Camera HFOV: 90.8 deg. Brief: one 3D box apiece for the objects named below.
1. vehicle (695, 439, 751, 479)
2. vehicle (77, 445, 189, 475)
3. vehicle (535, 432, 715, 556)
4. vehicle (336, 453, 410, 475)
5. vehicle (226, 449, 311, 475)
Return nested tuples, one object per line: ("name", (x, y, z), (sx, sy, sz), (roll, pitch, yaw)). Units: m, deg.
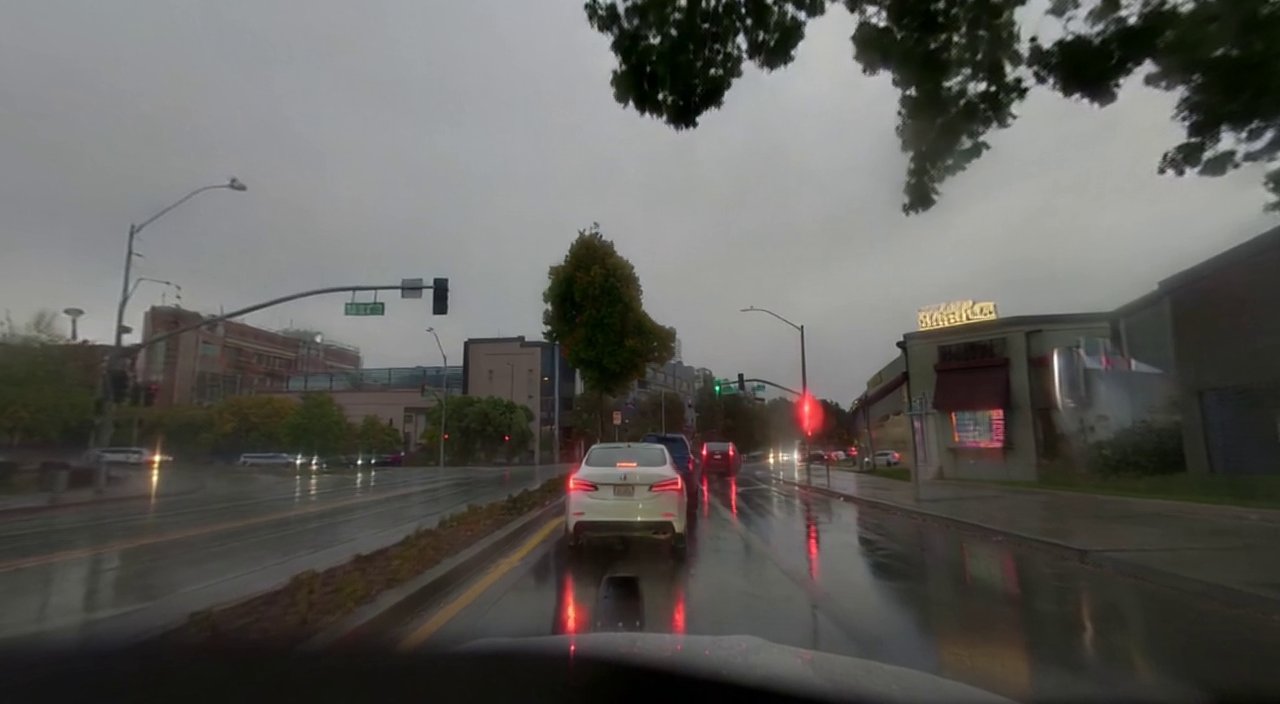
("vehicle", (4.081, 5.354, 31.870), (2.092, 1.851, 4.913), (0, -9, -1))
("vehicle", (-31.146, 6.640, 38.929), (4.877, 1.754, 1.978), (2, -9, -11))
("vehicle", (-0.163, 2.047, 9.853), (2.173, 1.479, 4.264), (0, -9, 1))
("vehicle", (-19.080, 8.028, 45.358), (4.548, 1.449, 1.802), (2, -9, -12))
("vehicle", (-25.692, 7.610, 43.851), (4.575, 1.718, 2.008), (2, -9, -11))
